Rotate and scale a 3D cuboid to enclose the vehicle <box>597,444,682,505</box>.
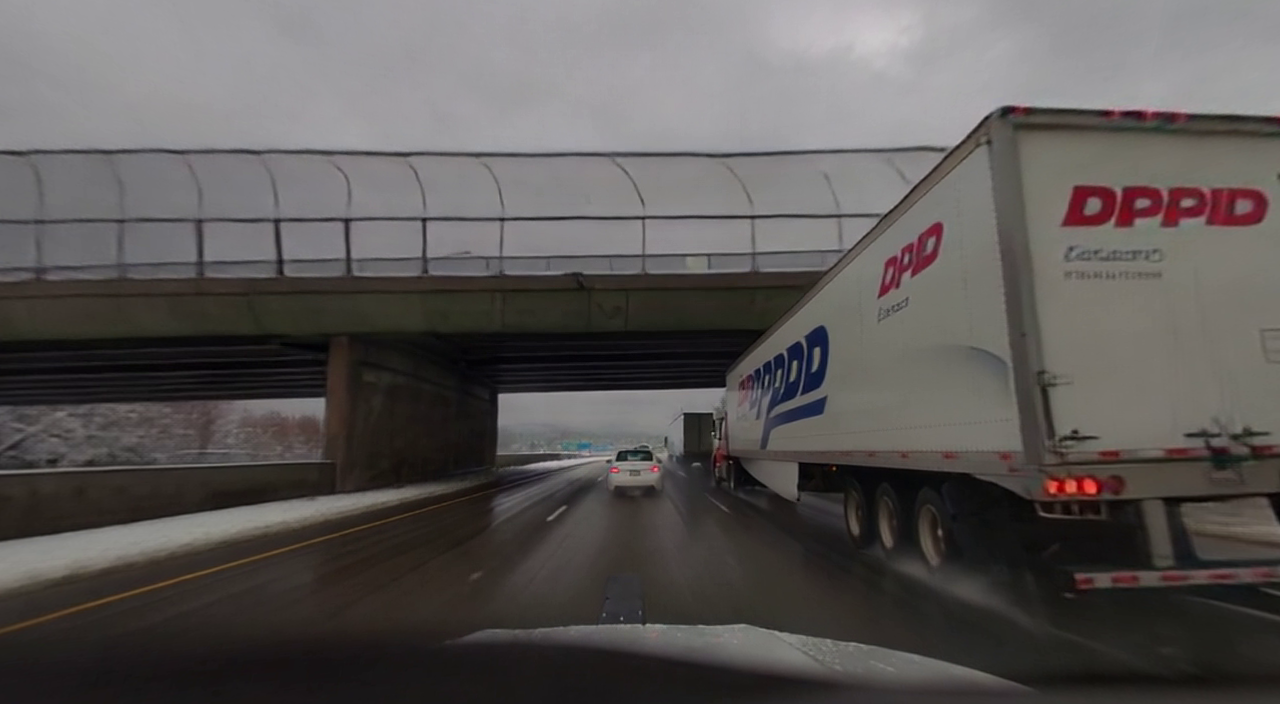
[{"bbox_3d":[-0.020,3.233,17.045,2.029,1.437,3.794,0,-9,0],"label":"vehicle"}]

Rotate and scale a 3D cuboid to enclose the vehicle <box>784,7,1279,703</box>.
[{"bbox_3d":[4.163,0.490,7.638,2.802,3.956,8.291,0,-9,0],"label":"vehicle"}]

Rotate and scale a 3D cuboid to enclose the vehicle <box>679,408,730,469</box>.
[{"bbox_3d":[4.537,6.425,46.319,2.801,4.039,8.684,0,-9,0],"label":"vehicle"}]
